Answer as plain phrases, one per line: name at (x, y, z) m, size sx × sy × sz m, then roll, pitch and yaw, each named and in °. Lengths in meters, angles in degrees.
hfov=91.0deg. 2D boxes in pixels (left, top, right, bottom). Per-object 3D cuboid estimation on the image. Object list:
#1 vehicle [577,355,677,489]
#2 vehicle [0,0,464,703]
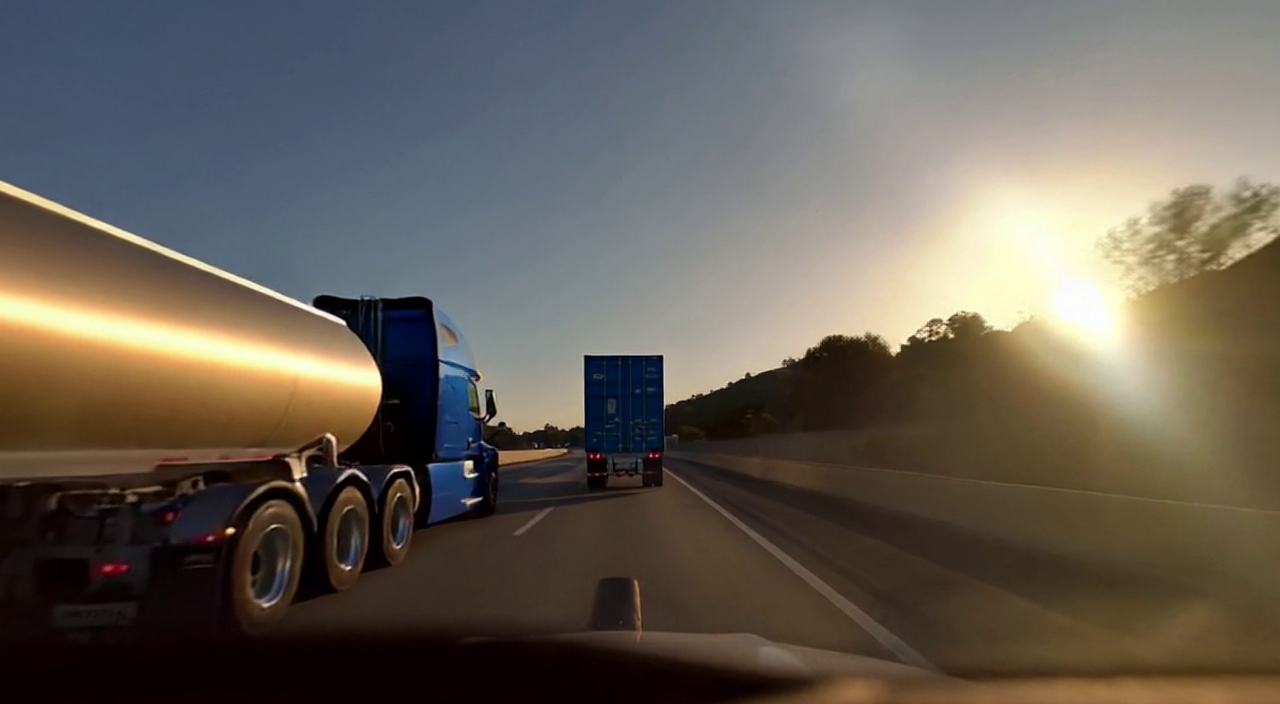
vehicle at (-0.357, 2.922, 24.472) m, size 2.942 × 4.003 × 11.297 m, roll 0°, pitch -9°, yaw 0°
vehicle at (-4.310, -0.457, 0.877) m, size 3.267 × 3.655 × 17.154 m, roll 0°, pitch -9°, yaw 0°
